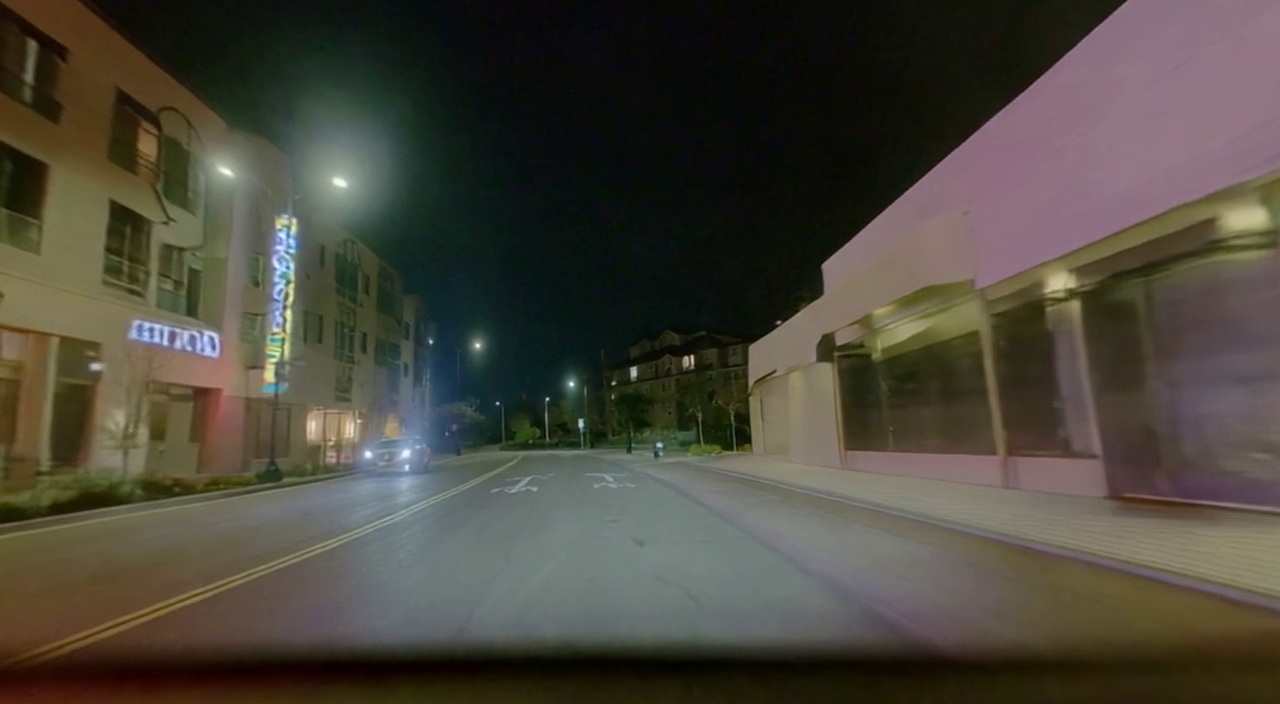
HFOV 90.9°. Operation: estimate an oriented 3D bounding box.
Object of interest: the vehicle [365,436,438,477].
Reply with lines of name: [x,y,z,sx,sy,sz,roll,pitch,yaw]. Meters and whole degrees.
vehicle: [-9.387,4.104,25.091,1.912,1.500,3.772,1,-8,-8]
